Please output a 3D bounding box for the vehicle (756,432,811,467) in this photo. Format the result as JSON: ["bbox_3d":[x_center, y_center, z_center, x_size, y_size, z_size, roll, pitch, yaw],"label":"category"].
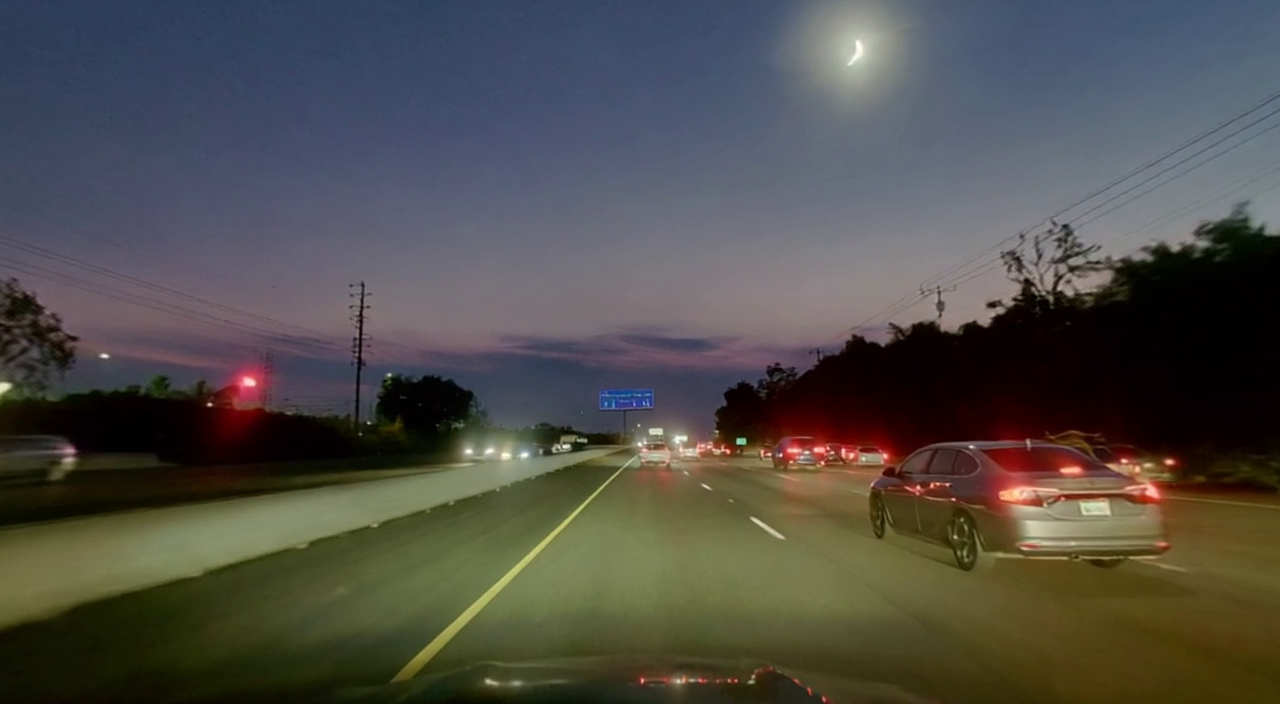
[{"bbox_3d":[8.014,5.494,35.702,2.041,1.821,4.562,0,-8,0],"label":"vehicle"}]

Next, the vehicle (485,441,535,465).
[{"bbox_3d":[-8.824,6.900,43.226,2.108,1.501,4.726,-1,-8,4],"label":"vehicle"}]

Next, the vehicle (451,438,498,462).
[{"bbox_3d":[-12.538,7.449,48.049,2.057,1.744,4.716,-1,-8,4],"label":"vehicle"}]

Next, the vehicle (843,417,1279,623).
[{"bbox_3d":[3.937,1.543,6.830,1.986,1.478,4.429,0,-8,0],"label":"vehicle"}]

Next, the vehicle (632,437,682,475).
[{"bbox_3d":[0.722,4.565,27.893,2.042,1.581,3.769,0,-8,0],"label":"vehicle"}]

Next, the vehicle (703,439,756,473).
[{"bbox_3d":[4.148,4.888,29.866,1.936,1.465,4.060,0,-8,0],"label":"vehicle"}]
